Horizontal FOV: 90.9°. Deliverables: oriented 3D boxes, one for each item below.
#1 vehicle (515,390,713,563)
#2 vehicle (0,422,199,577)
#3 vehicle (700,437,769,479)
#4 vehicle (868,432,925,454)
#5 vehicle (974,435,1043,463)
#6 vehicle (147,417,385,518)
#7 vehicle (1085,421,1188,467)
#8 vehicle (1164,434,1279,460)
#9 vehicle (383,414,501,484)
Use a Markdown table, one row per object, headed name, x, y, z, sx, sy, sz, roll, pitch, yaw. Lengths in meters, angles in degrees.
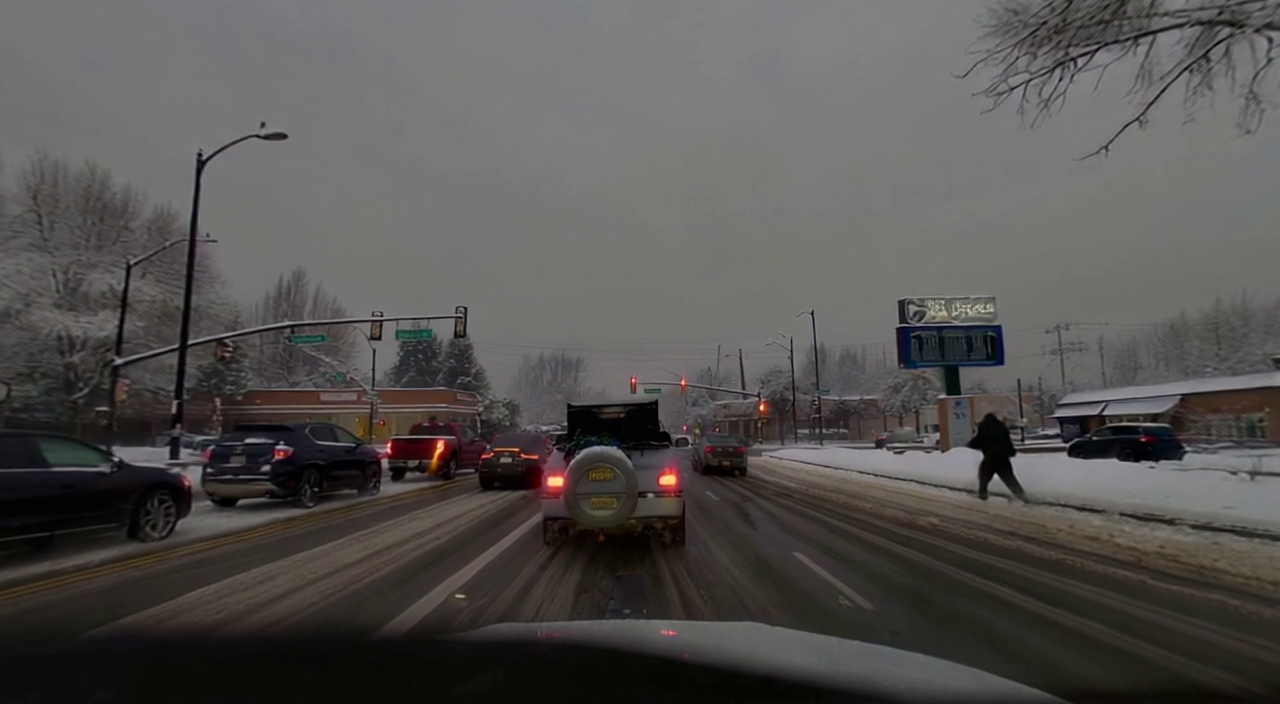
| name | x | y | z | sx | sy | sz | roll | pitch | yaw |
| --- | --- | --- | --- | --- | --- | --- | --- | --- | --- |
| vehicle | -0.272 | 1.621 | 8.843 | 2.064 | 1.817 | 4.298 | 0 | -8 | 0 |
| vehicle | -6.958 | 1.455 | 6.385 | 1.831 | 1.451 | 4.382 | 0 | -8 | -1 |
| vehicle | 3.488 | 4.000 | 24.064 | 2.023 | 1.441 | 4.240 | 0 | -8 | 1 |
| vehicle | 20.215 | 7.163 | 49.570 | 4.361 | 1.653 | 2.034 | 6 | -10 | -35 |
| vehicle | 20.194 | 5.304 | 34.512 | 3.836 | 1.443 | 1.694 | 6 | -10 | -34 |
| vehicle | -7.130 | 2.253 | 12.749 | 1.941 | 1.655 | 4.503 | 0 | -8 | 1 |
| vehicle | 19.346 | 3.582 | 24.505 | 4.156 | 1.622 | 1.924 | 6 | -10 | -35 |
| vehicle | 29.679 | 4.847 | 32.204 | 4.176 | 1.313 | 1.719 | 0 | -8 | 2 |
| vehicle | -6.436 | 3.237 | 21.178 | 2.496 | 2.112 | 4.351 | 0 | -8 | 1 |
